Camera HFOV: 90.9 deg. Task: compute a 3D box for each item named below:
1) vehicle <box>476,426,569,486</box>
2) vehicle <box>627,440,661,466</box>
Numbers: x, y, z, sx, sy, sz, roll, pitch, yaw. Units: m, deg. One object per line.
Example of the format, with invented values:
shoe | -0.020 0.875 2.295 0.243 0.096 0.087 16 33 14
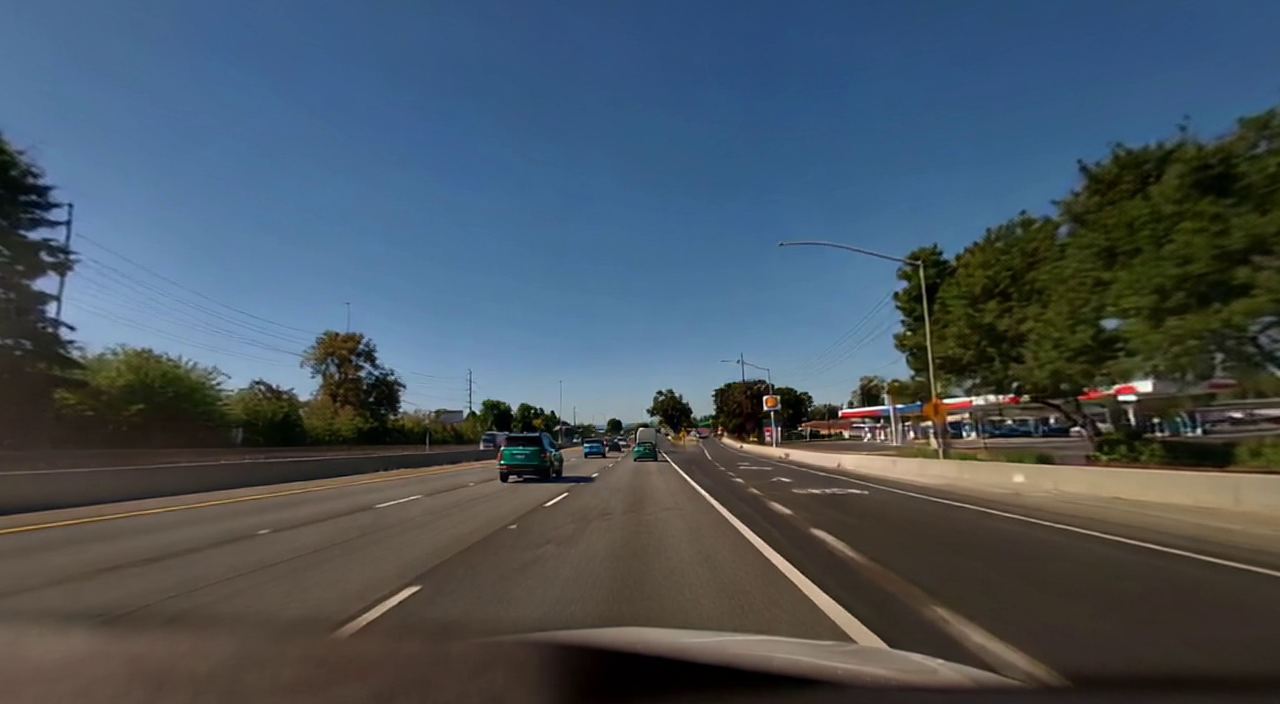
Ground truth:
vehicle | -3.993 3.647 22.358 2.273 1.884 4.515 0 -8 2
vehicle | 0.208 6.155 38.642 1.982 1.524 3.800 0 -8 -1
